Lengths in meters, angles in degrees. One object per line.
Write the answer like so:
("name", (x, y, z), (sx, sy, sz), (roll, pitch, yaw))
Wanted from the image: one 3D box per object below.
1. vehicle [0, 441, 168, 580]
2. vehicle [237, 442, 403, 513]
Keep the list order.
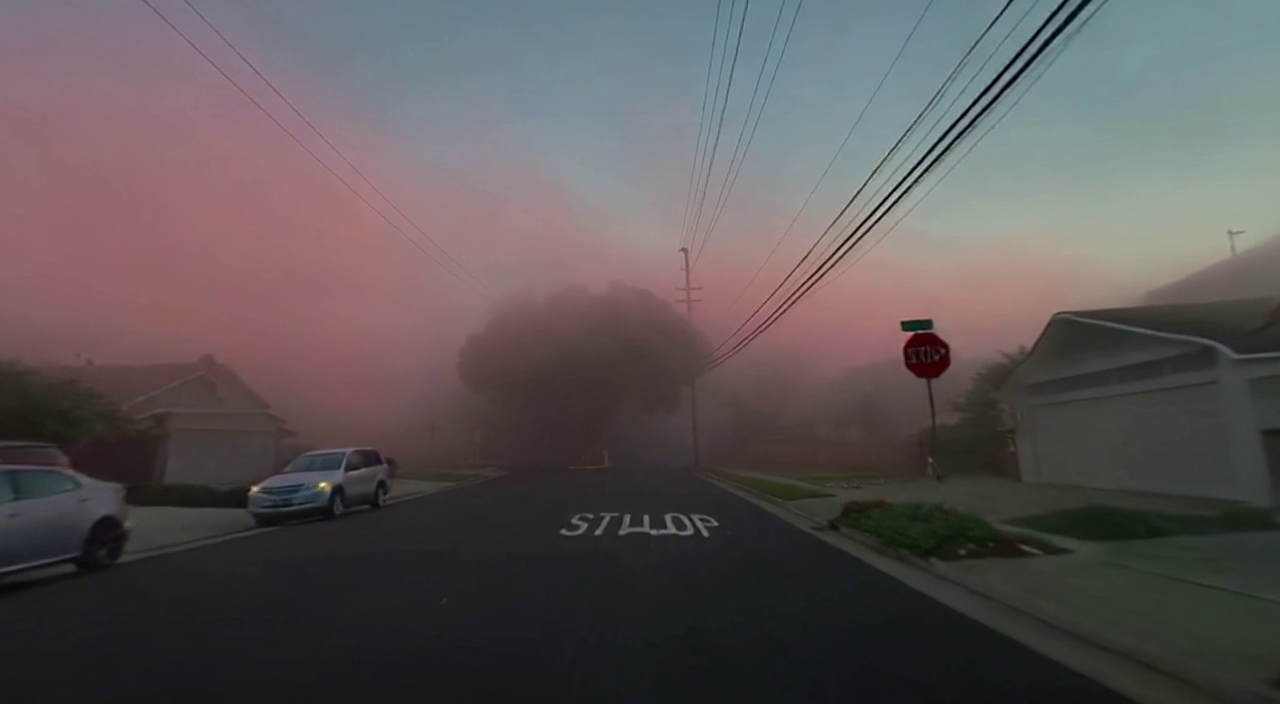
("vehicle", (-8.509, 1.933, 7.866), (1.950, 1.627, 4.027), (-1, -9, 4))
("vehicle", (-8.464, 3.318, 17.220), (2.047, 1.679, 3.948), (-1, -9, 8))
